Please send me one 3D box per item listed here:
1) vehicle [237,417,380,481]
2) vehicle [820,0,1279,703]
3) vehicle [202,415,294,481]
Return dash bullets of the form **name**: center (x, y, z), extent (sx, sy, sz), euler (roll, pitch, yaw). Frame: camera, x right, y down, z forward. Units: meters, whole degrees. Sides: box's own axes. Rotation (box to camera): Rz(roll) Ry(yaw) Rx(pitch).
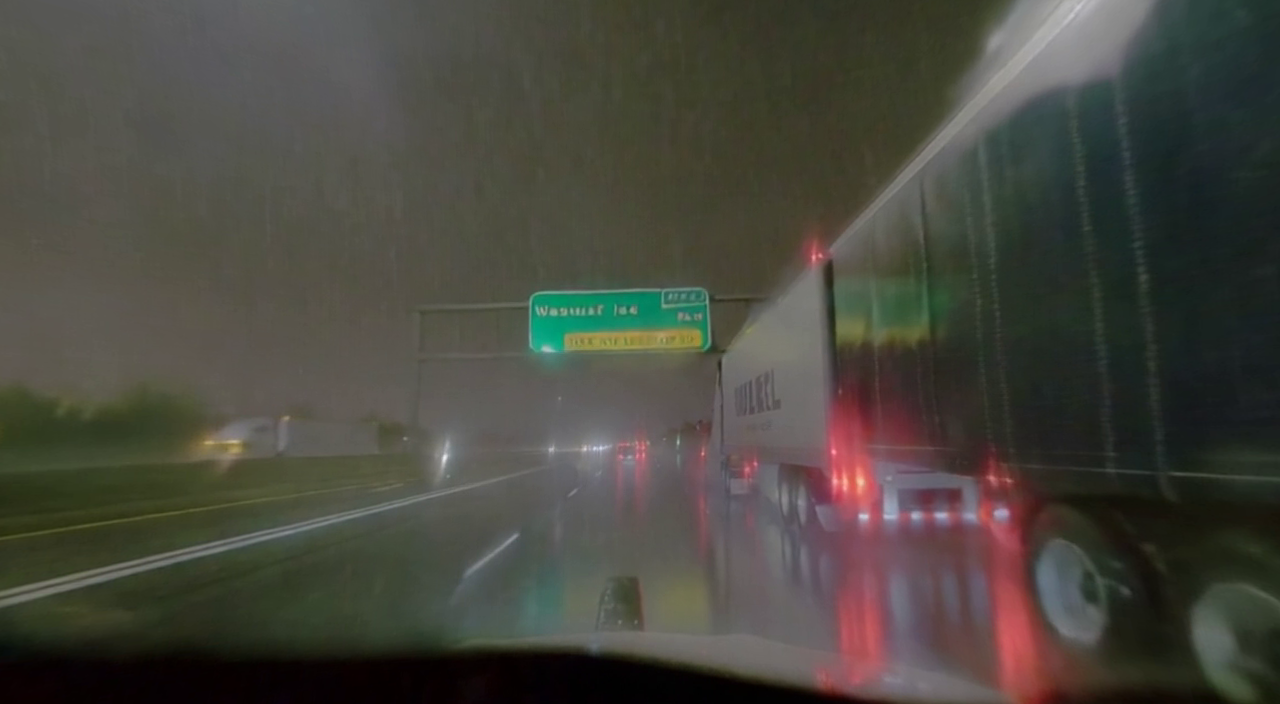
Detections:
- **vehicle**: center (-23.280, 7.041, 45.550), extent (2.896, 3.850, 14.049), euler (0, -9, -1)
- **vehicle**: center (4.006, 0.054, 4.246), extent (2.869, 4.013, 8.610), euler (0, -9, 0)
- **vehicle**: center (-23.324, 5.743, 37.493), extent (2.904, 3.739, 3.648), euler (0, -9, 0)
